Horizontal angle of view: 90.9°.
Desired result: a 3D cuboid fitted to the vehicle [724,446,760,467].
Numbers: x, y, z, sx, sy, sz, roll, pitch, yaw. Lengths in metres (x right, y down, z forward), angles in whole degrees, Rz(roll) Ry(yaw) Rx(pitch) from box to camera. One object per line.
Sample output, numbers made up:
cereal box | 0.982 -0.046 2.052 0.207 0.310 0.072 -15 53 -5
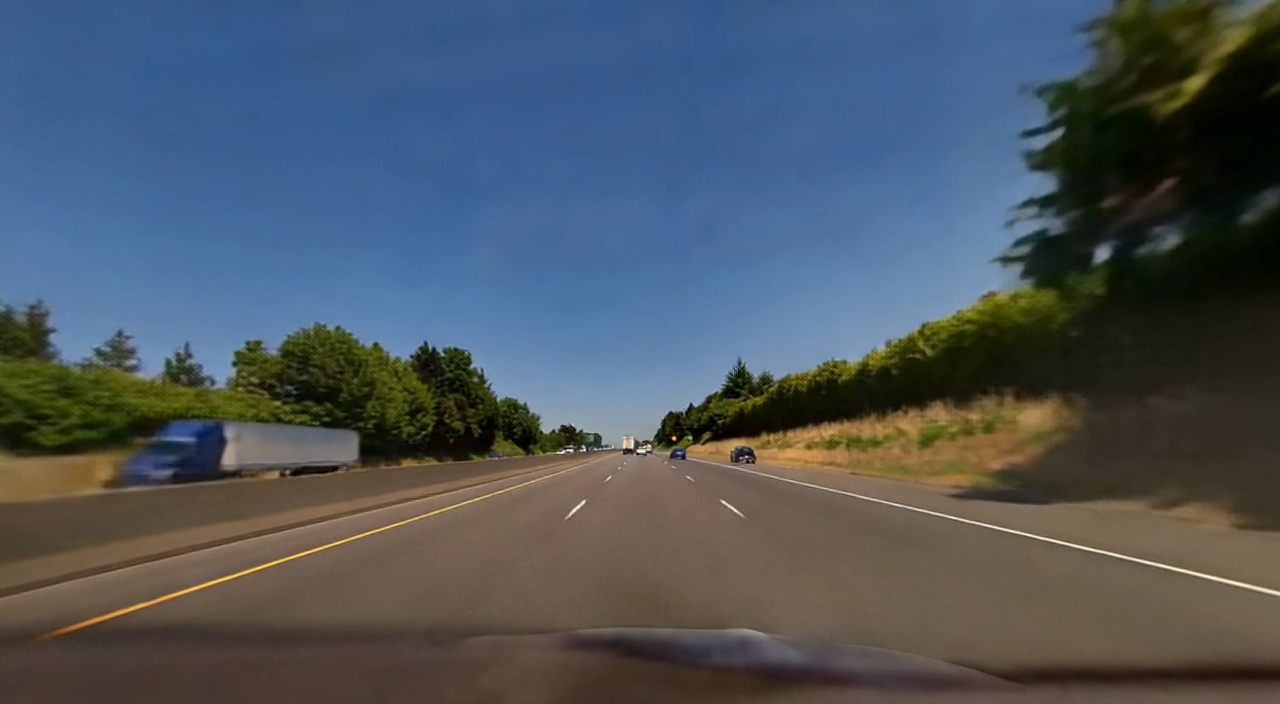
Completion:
vehicle | 7.781 7.993 48.456 1.943 1.493 4.507 0 -9 -1

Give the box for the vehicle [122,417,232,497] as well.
vehicle | -23.219 5.258 31.766 2.986 3.775 2.915 0 -9 -1

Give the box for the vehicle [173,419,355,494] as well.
vehicle | -23.077 6.619 40.424 2.873 3.938 14.225 0 -9 0
